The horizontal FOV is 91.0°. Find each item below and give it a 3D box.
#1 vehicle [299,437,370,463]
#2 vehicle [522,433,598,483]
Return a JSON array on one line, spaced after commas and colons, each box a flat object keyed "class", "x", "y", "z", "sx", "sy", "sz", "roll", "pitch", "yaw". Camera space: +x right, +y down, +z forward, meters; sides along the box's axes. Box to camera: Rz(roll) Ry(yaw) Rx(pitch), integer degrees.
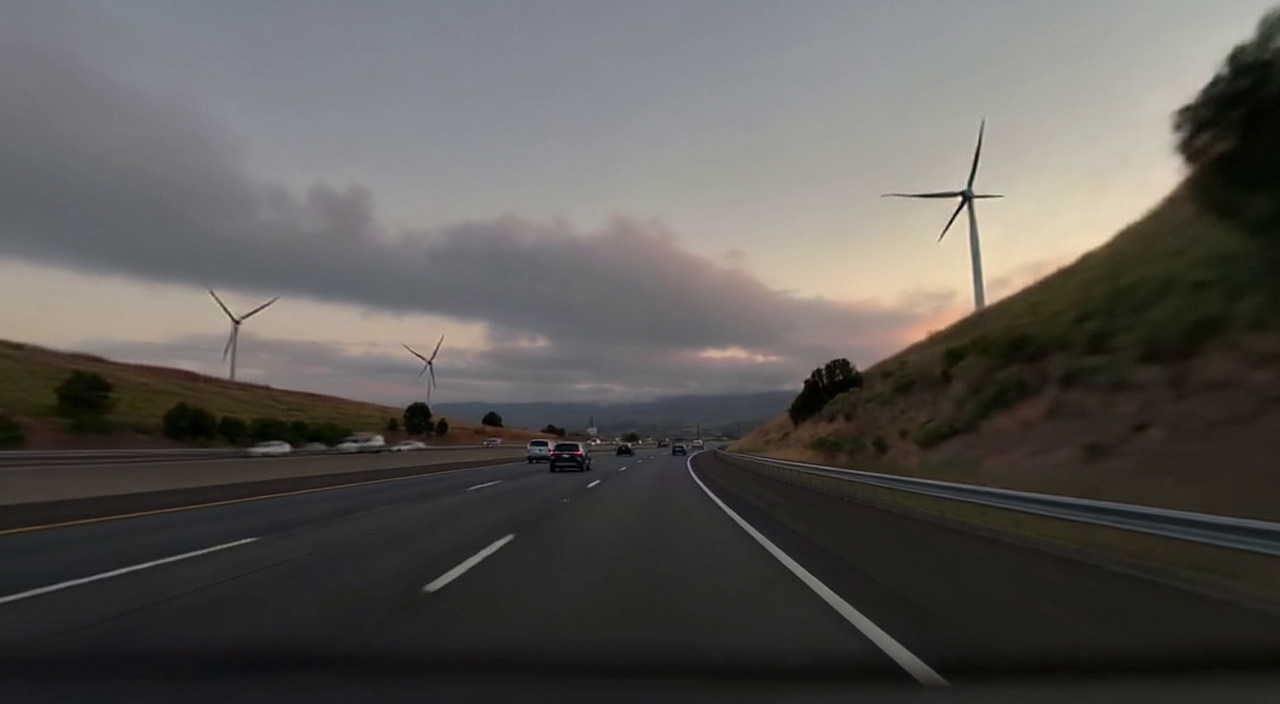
[{"class": "vehicle", "x": -19.859, "y": 6.391, "z": 41.220, "sx": 2.043, "sy": 1.569, "sz": 4.811, "roll": 0, "pitch": -9, "yaw": 3}, {"class": "vehicle", "x": -2.909, "y": 3.982, "z": 23.957, "sx": 2.118, "sy": 1.702, "sz": 4.355, "roll": 0, "pitch": -9, "yaw": 3}]
